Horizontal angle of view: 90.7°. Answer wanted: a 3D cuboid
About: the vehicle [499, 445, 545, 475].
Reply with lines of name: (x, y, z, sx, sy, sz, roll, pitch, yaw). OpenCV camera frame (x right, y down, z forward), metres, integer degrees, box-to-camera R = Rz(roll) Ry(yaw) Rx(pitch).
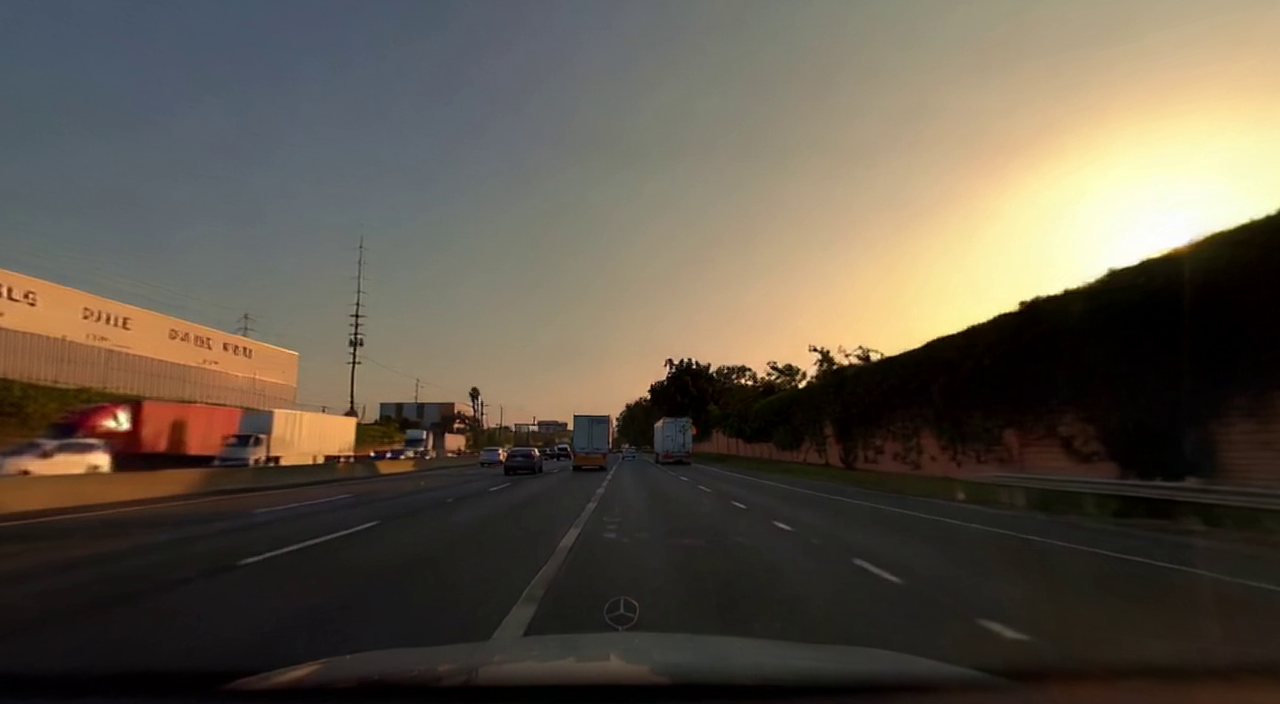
vehicle: (-7.079, 6.469, 38.284, 2.132, 1.679, 4.045, 0, -9, -2)

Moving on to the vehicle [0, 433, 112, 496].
vehicle: (-18.904, 3.251, 18.381, 2.180, 1.717, 5.809, 0, -9, -1)

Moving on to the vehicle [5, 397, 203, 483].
vehicle: (-26.889, 4.553, 32.564, 2.985, 3.820, 8.369, 0, -9, -2)

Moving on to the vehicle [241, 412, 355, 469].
vehicle: (-23.414, 6.219, 44.126, 2.915, 3.535, 9.511, 0, -9, -2)
